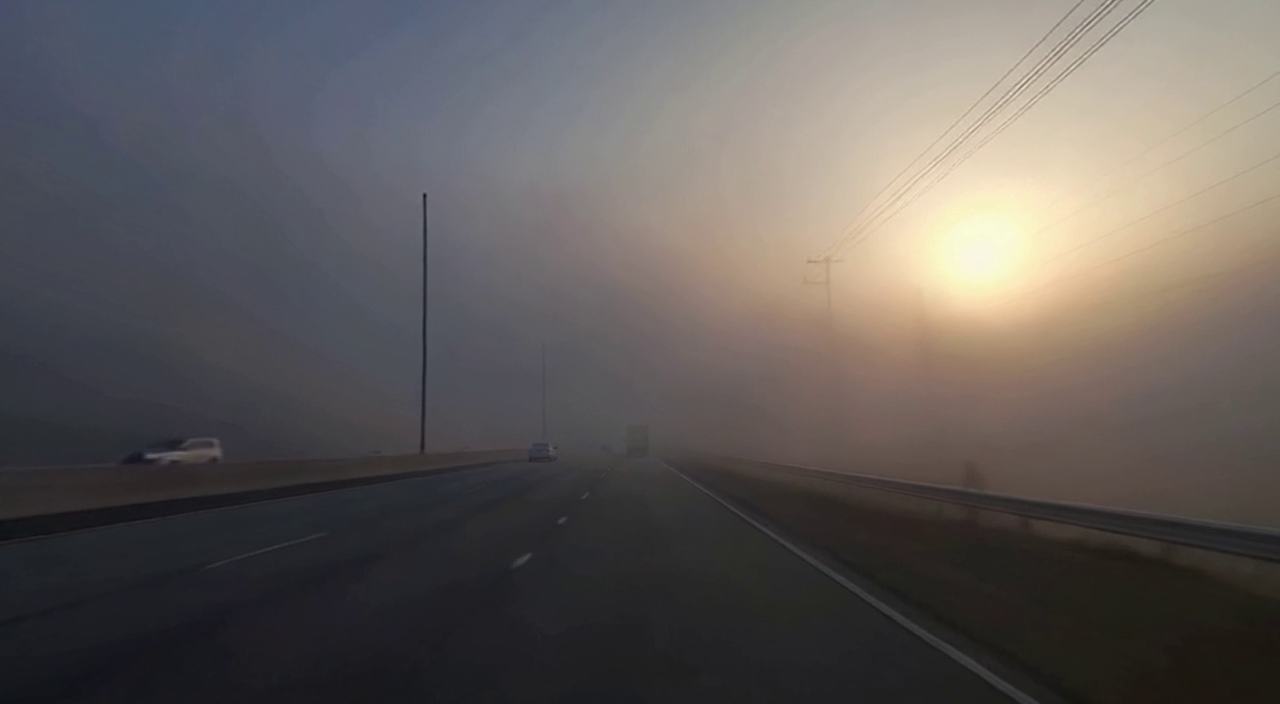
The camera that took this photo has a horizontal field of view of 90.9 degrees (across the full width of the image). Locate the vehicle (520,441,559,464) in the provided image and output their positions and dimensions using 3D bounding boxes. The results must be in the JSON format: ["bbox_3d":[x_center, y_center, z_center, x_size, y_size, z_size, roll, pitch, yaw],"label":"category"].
[{"bbox_3d":[-7.283,7.324,46.138,2.064,1.642,4.389,0,-8,0],"label":"vehicle"}]

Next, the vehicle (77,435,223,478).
[{"bbox_3d":[-22.568,4.838,29.487,2.190,1.809,5.776,0,-8,0],"label":"vehicle"}]
